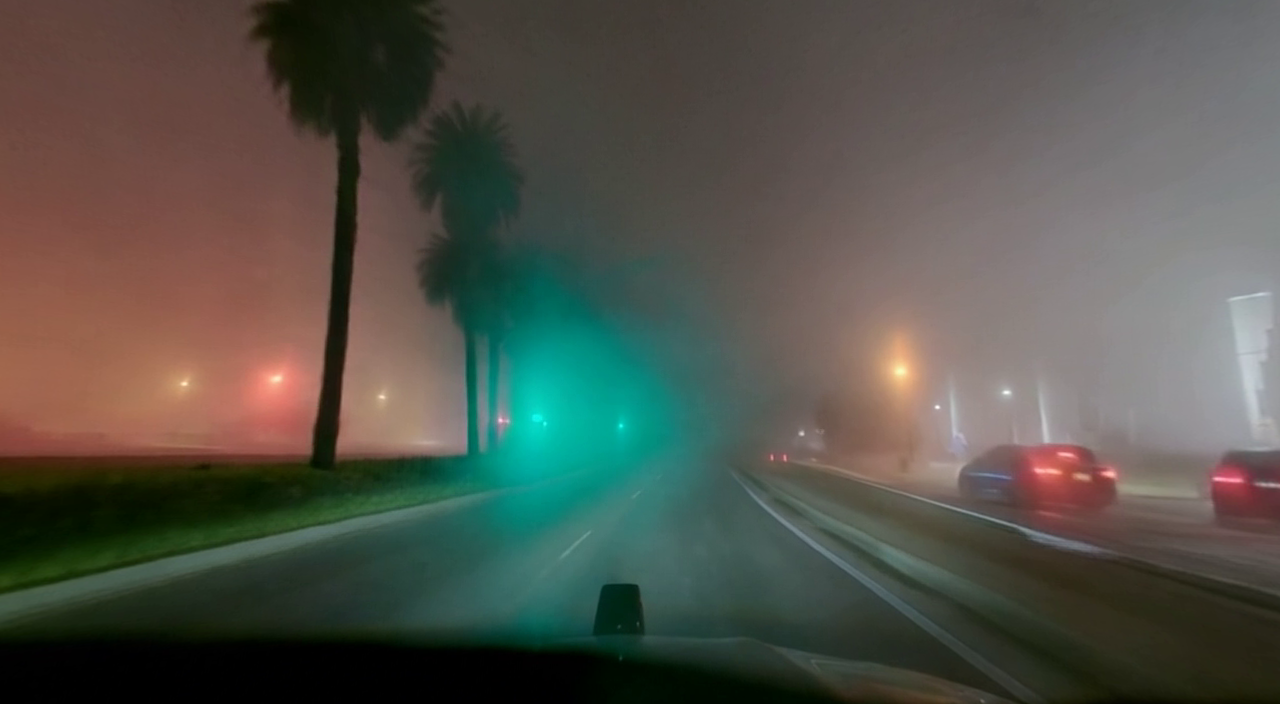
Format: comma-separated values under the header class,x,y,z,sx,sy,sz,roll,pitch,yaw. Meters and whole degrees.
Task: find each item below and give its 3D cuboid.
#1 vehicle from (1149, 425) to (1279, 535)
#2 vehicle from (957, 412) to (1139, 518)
class,x,y,z,sx,sy,sz,roll,pitch,yaw
vehicle,13.770,2.920,14.626,2.219,2.342,1.744,0,-9,6
vehicle,9.335,2.522,14.688,1.813,2.150,3.038,4,-7,-17
